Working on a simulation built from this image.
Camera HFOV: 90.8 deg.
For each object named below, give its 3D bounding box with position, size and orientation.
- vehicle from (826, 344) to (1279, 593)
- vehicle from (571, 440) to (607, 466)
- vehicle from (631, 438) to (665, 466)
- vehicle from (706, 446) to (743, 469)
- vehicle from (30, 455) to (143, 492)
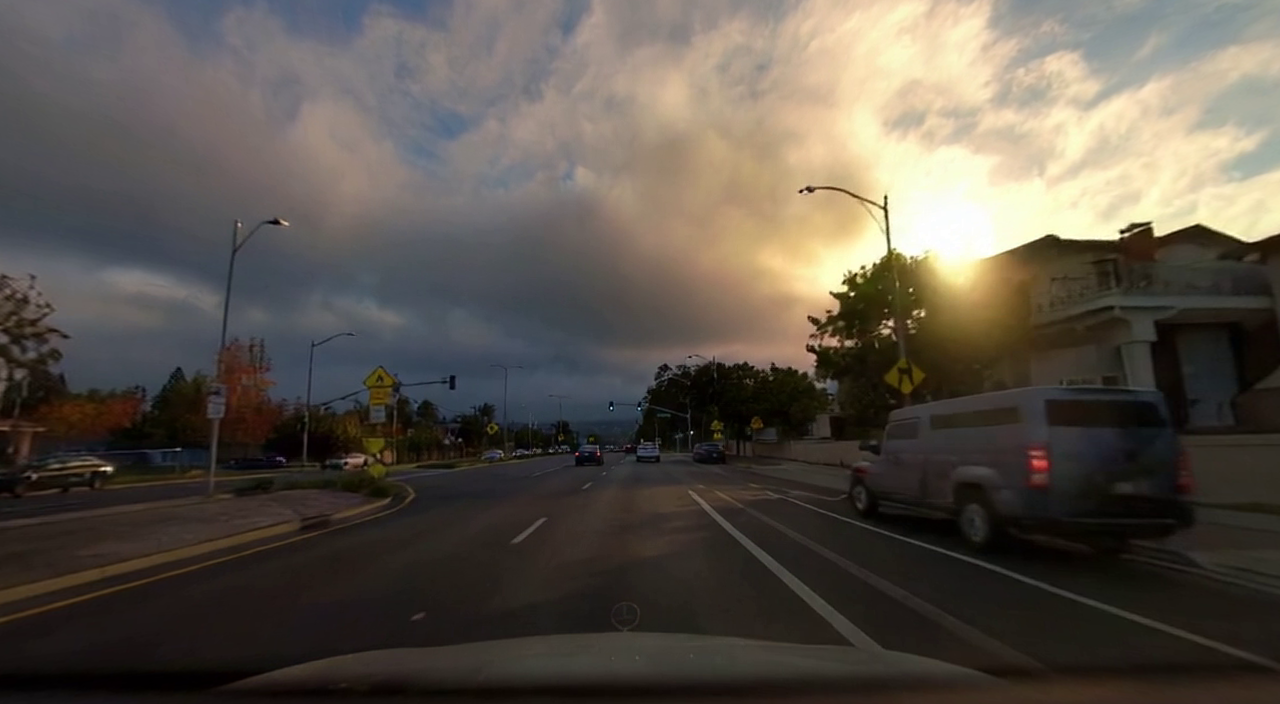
[{"bbox_3d":[5.512,1.653,9.910,2.763,2.329,7.864,0,-8,0],"label":"vehicle"},{"bbox_3d":[-3.668,7.317,45.912,2.233,1.775,4.491,0,-9,0],"label":"vehicle"},{"bbox_3d":[0.522,7.189,45.489,2.273,1.851,5.075,0,-9,-1],"label":"vehicle"},{"bbox_3d":[5.686,7.144,42.973,1.836,1.442,4.247,0,-9,-1],"label":"vehicle"},{"bbox_3d":[-25.878,5.663,29.746,1.796,1.511,3.879,0,-9,0],"label":"vehicle"}]
